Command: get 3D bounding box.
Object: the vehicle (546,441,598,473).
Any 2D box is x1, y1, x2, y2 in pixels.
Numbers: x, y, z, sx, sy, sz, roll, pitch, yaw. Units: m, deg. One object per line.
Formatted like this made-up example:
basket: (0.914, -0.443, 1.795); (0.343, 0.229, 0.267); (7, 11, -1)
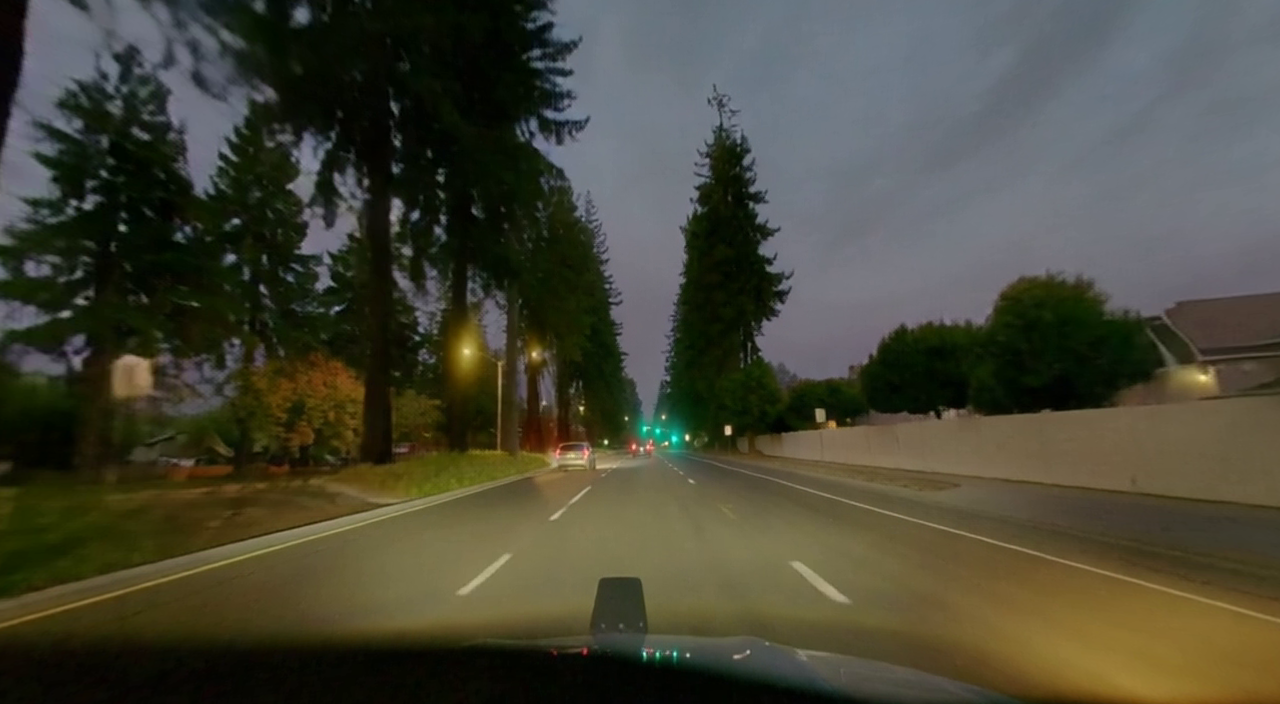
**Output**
vehicle: (-3.212, 5.088, 30.742); (2.021, 1.466, 4.330); (0, -9, 1)
